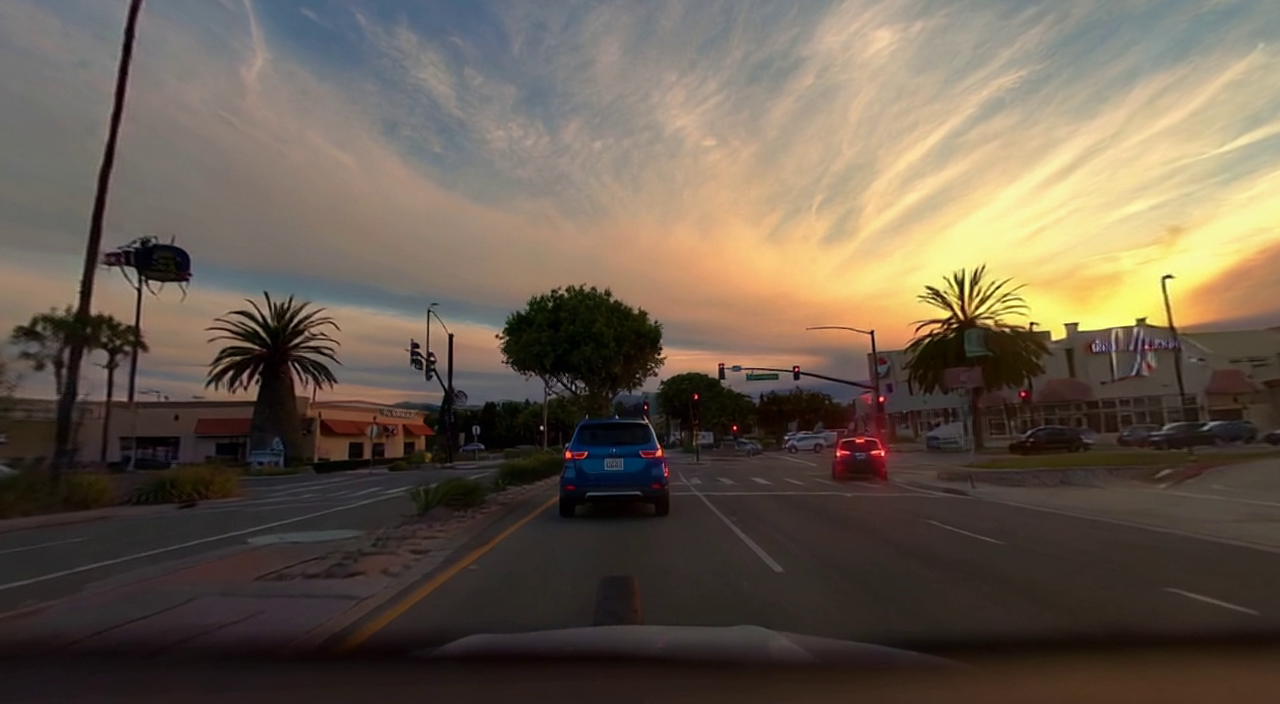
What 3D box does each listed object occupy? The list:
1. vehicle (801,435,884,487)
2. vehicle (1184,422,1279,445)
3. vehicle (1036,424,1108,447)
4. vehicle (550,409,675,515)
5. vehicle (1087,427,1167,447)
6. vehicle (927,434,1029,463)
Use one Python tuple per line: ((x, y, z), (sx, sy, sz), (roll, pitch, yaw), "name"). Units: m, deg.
((6.856, 3.713, 21.890), (2.086, 1.560, 4.542), (-1, -9, 9), "vehicle")
((39.300, 5.441, 41.935), (4.527, 1.458, 1.778), (-6, -10, 34), "vehicle")
((31.966, 6.222, 46.883), (4.167, 1.655, 1.841), (-5, -10, 31), "vehicle")
((-0.528, 2.360, 13.931), (2.263, 1.932, 4.709), (0, -9, -1), "vehicle")
((36.728, 6.448, 47.772), (4.551, 1.471, 1.800), (-5, -10, 32), "vehicle")
((18.294, 5.217, 34.225), (4.745, 1.474, 1.923), (2, -9, -14), "vehicle")
